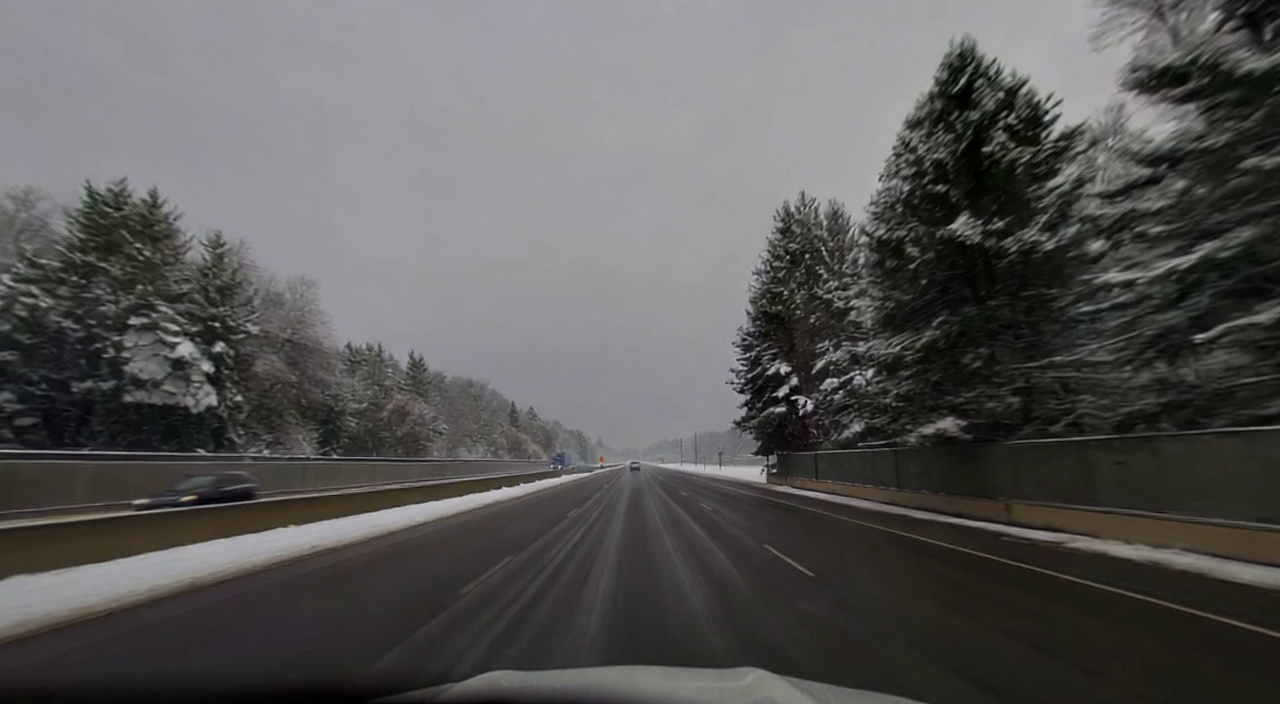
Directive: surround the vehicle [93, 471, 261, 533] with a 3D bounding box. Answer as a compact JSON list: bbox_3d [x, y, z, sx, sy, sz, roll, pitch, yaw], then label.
[{"bbox_3d":[-12.692,4.102,17.614,1.761,1.454,3.797,1,-10,0],"label":"vehicle"}]
